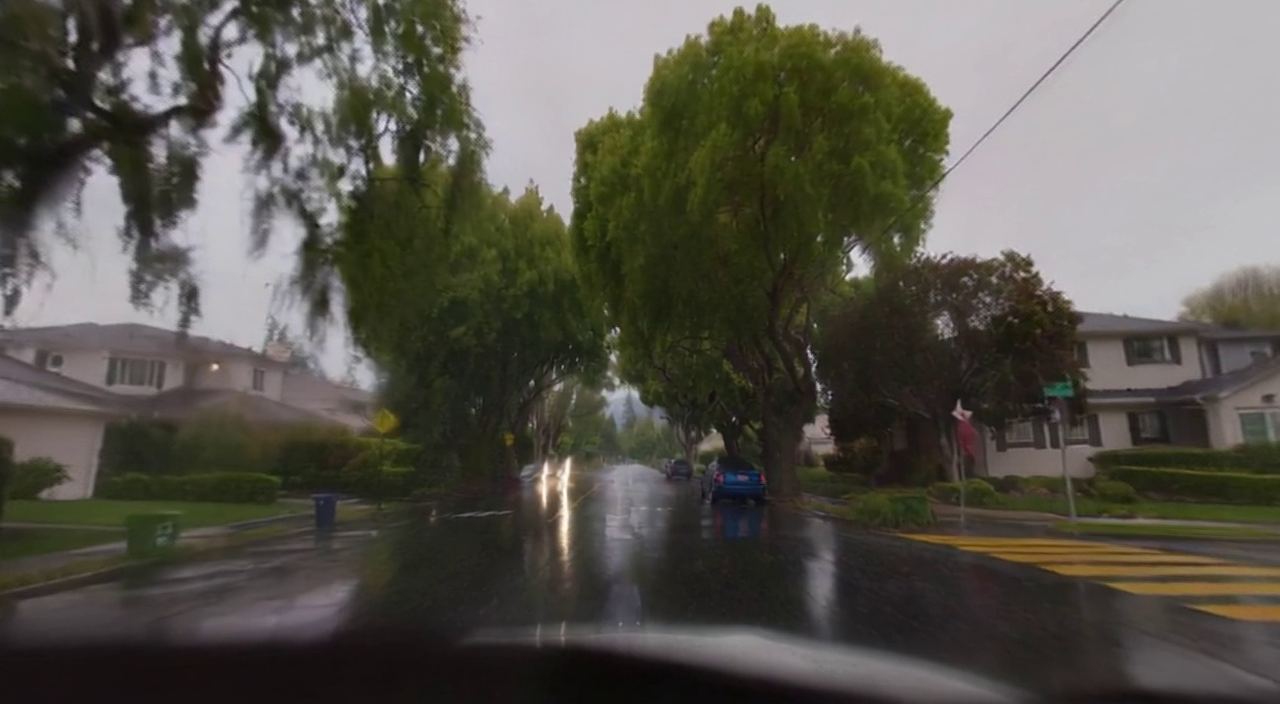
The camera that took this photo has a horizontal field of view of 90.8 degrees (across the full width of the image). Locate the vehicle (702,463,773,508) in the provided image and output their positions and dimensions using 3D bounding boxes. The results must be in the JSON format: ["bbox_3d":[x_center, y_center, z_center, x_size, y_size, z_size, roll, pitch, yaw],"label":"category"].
[{"bbox_3d":[3.708,5.173,24.903,1.961,1.472,4.434,0,-9,-2],"label":"vehicle"}]
